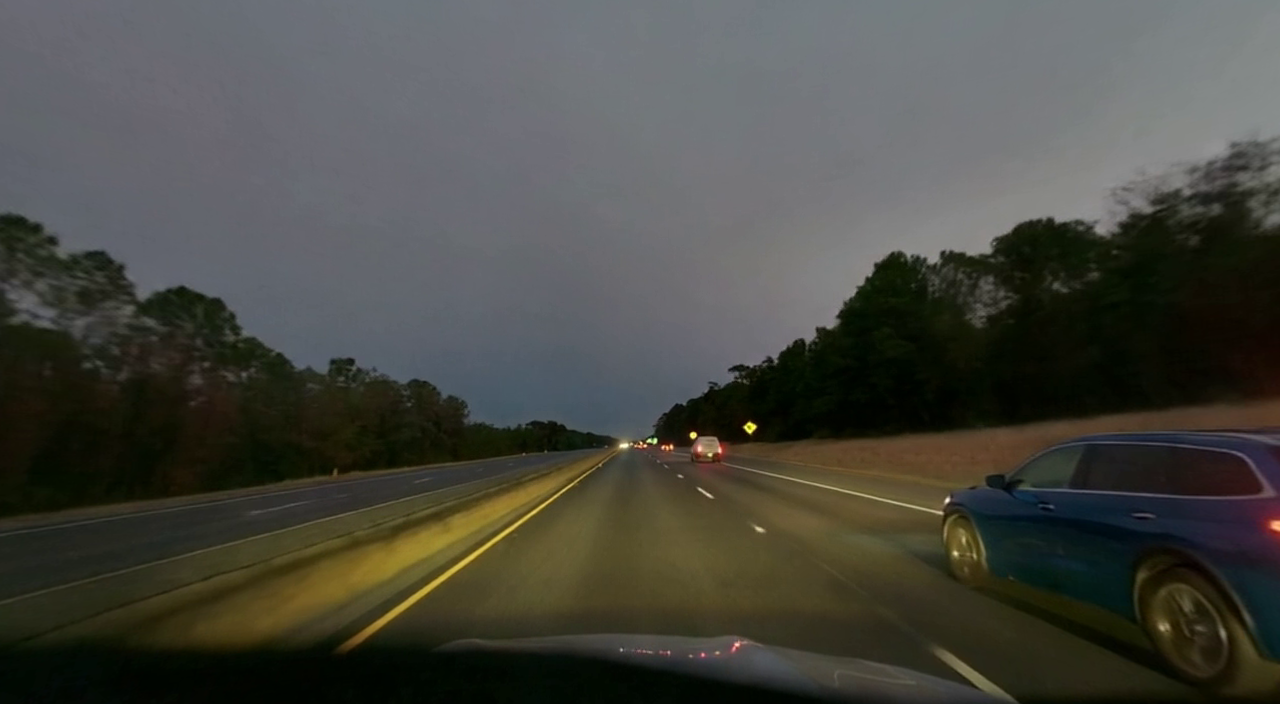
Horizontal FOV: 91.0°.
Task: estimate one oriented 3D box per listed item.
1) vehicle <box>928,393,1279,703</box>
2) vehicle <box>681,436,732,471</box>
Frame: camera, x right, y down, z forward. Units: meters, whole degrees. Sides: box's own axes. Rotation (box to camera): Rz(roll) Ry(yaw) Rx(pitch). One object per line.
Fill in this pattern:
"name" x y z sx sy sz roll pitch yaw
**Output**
"vehicle" 3.848 1.091 3.936 1.999 1.501 4.221 0 -8 -1
"vehicle" 3.364 5.215 32.699 2.043 1.673 4.016 0 -8 -2
